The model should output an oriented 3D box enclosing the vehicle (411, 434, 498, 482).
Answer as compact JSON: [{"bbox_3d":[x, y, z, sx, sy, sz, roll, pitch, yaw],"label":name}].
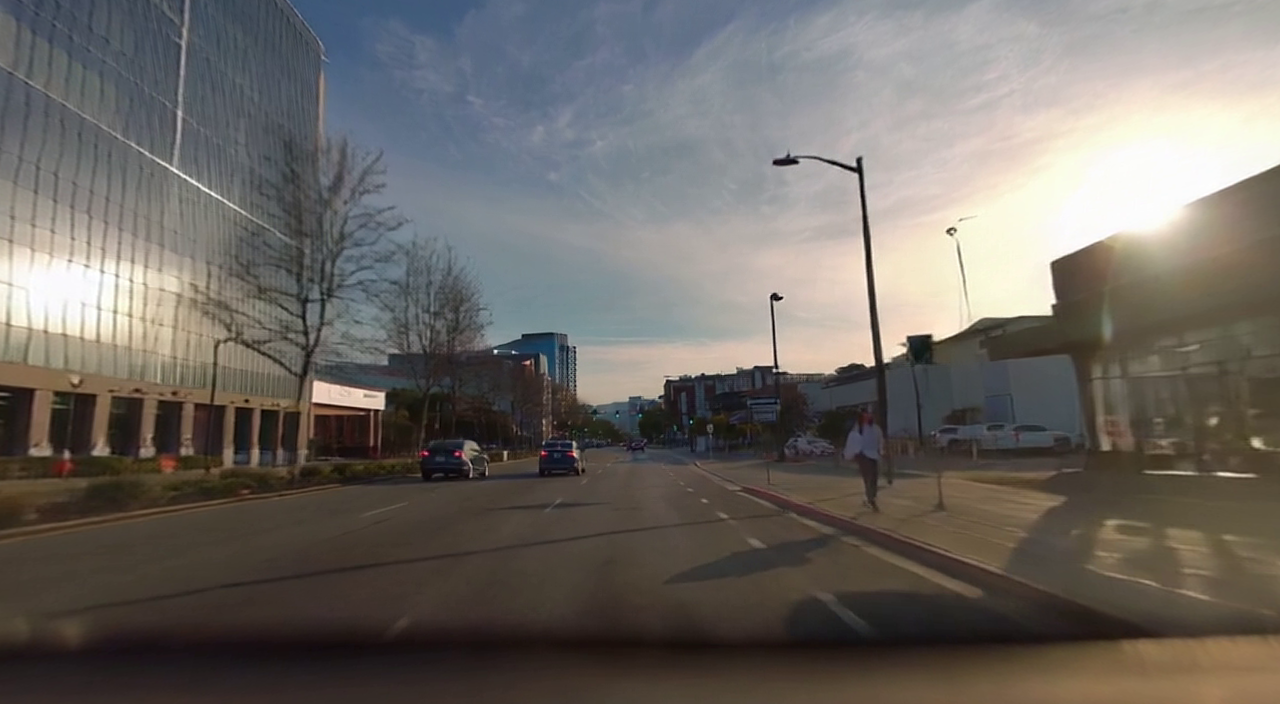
[{"bbox_3d":[-6.846,3.963,23.878,1.909,1.605,4.561,0,-9,0],"label":"vehicle"}]

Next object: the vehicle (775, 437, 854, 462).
[{"bbox_3d":[11.161,6.267,40.678,4.513,1.541,1.948,-1,-9,5],"label":"vehicle"}]

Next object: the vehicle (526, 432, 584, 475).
[{"bbox_3d":[-3.694,4.513,28.247,2.052,1.729,4.195,0,-9,0],"label":"vehicle"}]
